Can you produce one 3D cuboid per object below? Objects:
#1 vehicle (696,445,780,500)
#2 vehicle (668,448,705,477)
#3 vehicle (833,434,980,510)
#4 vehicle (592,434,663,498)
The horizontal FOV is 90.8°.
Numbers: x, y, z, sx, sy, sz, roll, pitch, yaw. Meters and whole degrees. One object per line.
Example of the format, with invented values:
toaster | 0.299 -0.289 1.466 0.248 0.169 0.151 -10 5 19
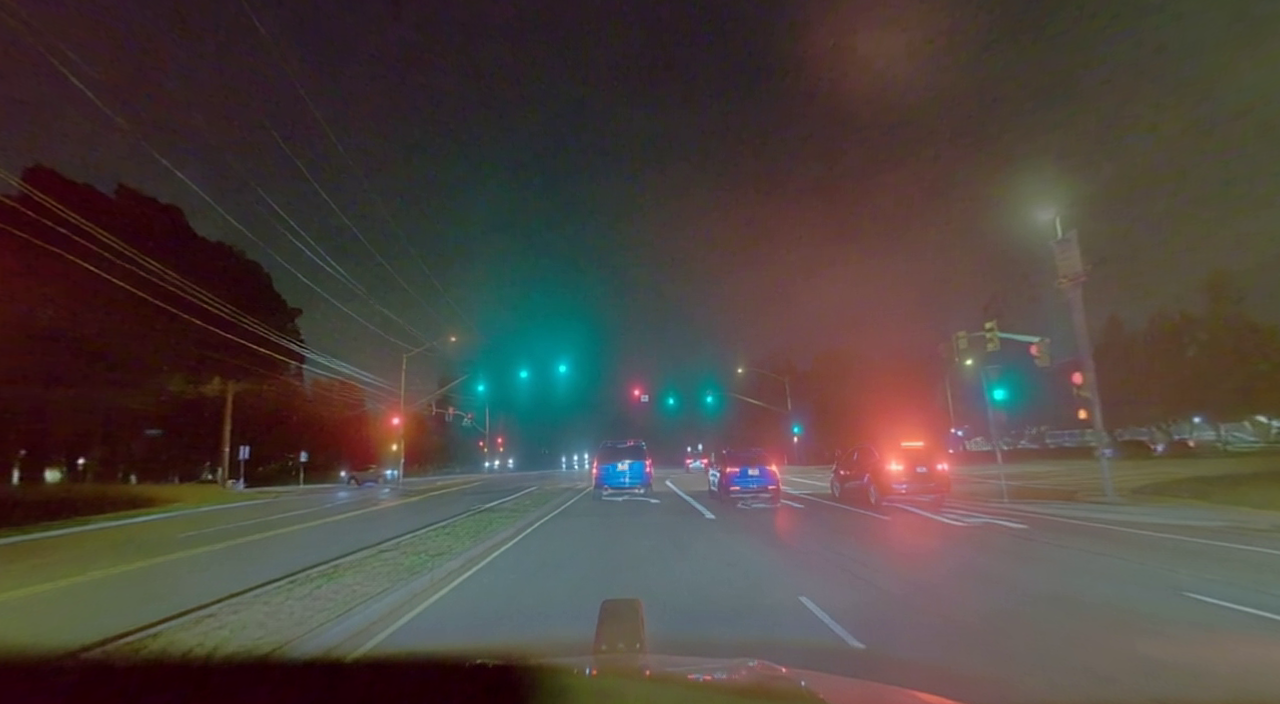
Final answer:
vehicle | 3.043 3.823 20.559 1.880 1.579 4.401 0 -9 -2
vehicle | 2.928 7.030 40.535 1.915 1.765 4.047 0 -9 -2
vehicle | 6.910 3.126 16.995 1.929 1.753 4.396 0 -9 -1
vehicle | -0.418 3.950 22.216 2.231 1.998 4.254 0 -9 -1
